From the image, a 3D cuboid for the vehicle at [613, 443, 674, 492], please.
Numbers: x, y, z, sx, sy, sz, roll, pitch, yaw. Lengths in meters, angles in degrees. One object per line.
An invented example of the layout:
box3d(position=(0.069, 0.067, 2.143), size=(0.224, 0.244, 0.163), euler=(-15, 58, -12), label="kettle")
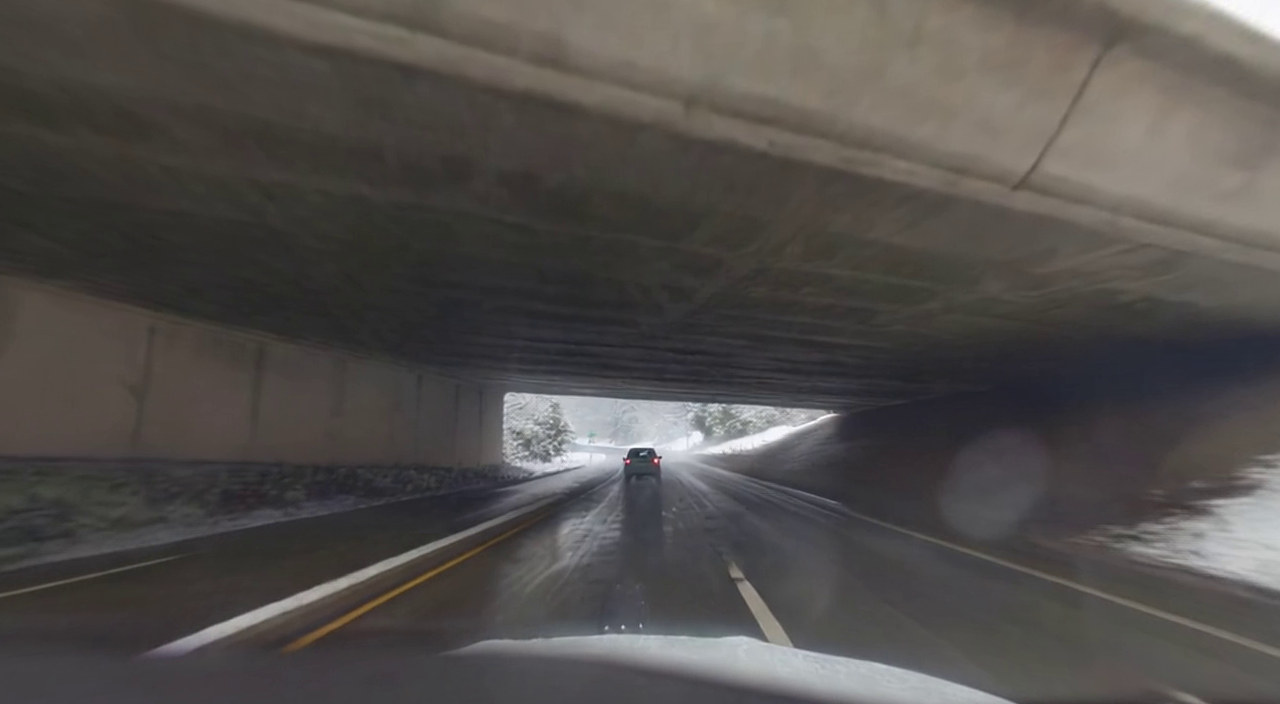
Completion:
box3d(position=(0.164, 4.140, 22.762), size=(2.037, 1.601, 3.643), euler=(0, -9, 2), label="vehicle")
